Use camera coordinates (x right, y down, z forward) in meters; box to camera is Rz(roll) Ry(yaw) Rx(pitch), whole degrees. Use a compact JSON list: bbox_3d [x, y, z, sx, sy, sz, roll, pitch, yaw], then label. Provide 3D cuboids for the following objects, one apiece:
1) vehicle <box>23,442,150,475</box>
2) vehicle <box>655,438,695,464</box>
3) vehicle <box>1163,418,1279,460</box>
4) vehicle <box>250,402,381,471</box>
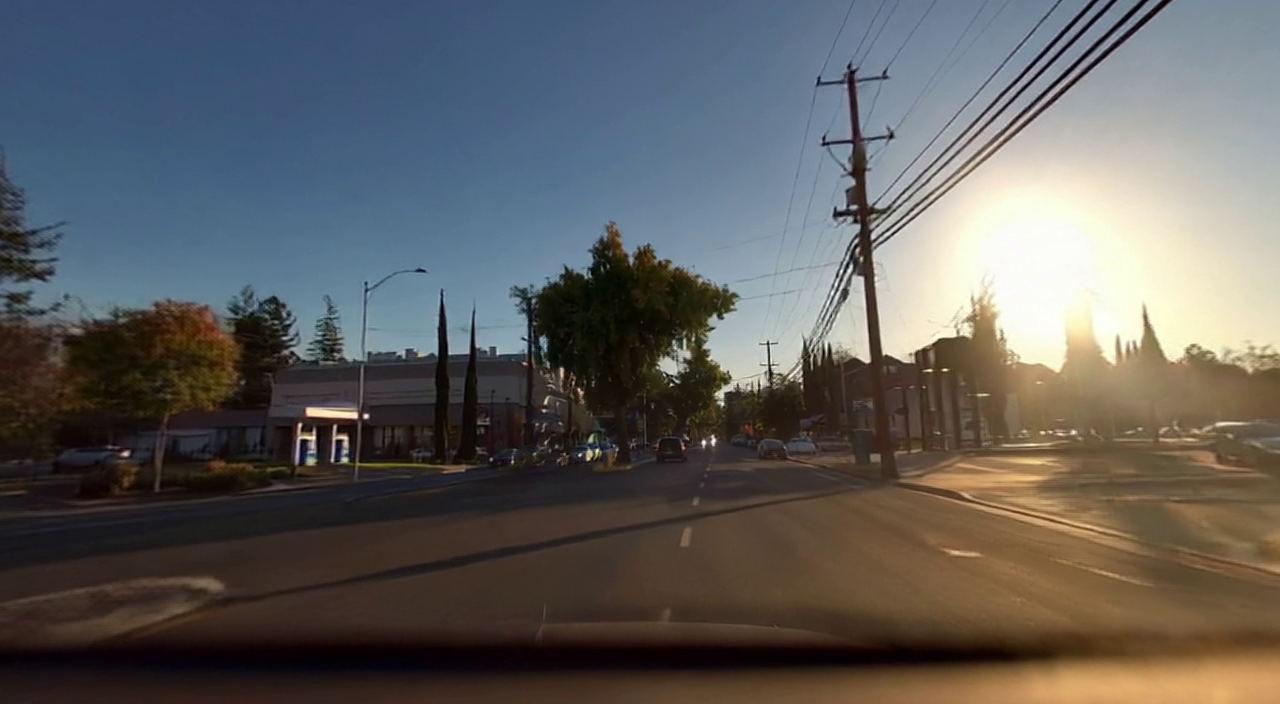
[{"bbox_3d":[-34.469,6.633,39.595,2.111,1.883,5.784,-2,-8,10],"label":"vehicle"},{"bbox_3d":[2.188,6.020,38.520,2.073,1.525,3.968,-1,-8,7],"label":"vehicle"},{"bbox_3d":[23.390,3.330,24.109,1.908,1.474,4.885,2,-9,-17],"label":"vehicle"},{"bbox_3d":[-18.450,4.933,36.608,2.923,3.546,7.640,-1,-8,5],"label":"vehicle"}]
